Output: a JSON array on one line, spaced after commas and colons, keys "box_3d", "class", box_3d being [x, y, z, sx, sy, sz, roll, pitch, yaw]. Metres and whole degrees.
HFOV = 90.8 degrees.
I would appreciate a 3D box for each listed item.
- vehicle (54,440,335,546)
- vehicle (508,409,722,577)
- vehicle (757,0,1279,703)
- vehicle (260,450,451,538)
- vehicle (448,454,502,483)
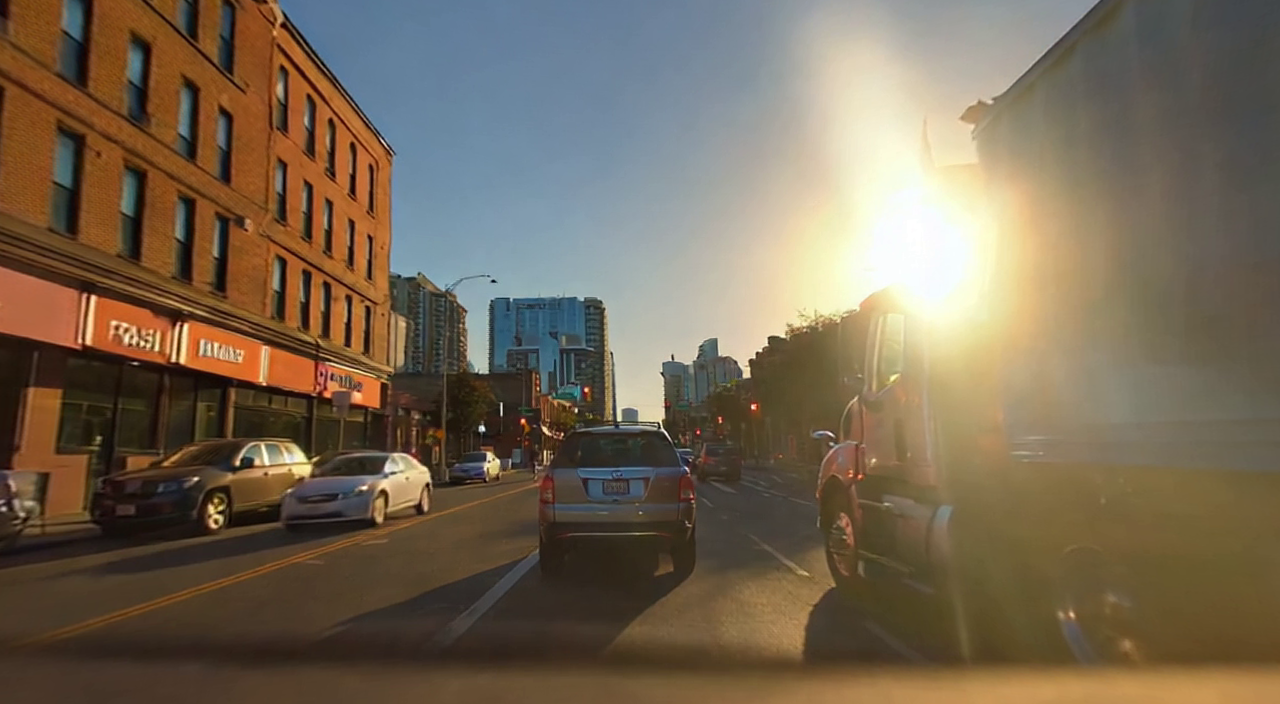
[{"box_3d": [-8.835, 2.791, 13.364, 2.065, 1.758, 5.144, -1, -9, 2], "class": "vehicle"}, {"box_3d": [-0.255, 1.861, 9.130, 2.283, 1.783, 4.548, 0, -9, 0], "class": "vehicle"}, {"box_3d": [2.917, 0.004, 2.672, 2.913, 3.771, 9.716, 0, -9, 0], "class": "vehicle"}, {"box_3d": [-5.635, 2.815, 13.267, 1.997, 1.467, 4.373, -1, -9, 0], "class": "vehicle"}, {"box_3d": [-8.715, 6.187, 33.719, 1.805, 1.379, 4.359, 0, -9, -1], "class": "vehicle"}]
